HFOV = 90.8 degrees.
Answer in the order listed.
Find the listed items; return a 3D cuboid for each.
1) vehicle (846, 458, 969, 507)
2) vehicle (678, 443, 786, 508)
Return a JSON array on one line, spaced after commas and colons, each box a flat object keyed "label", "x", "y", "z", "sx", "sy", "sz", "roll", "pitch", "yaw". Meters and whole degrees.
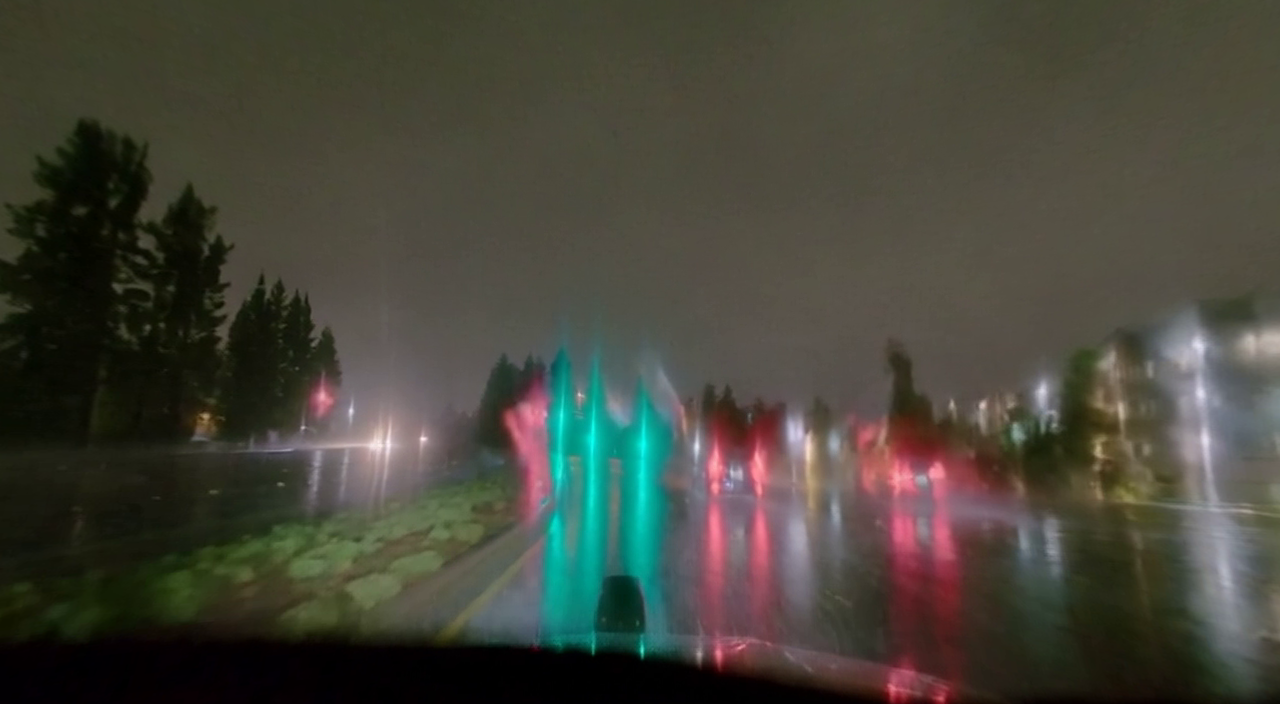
[{"label": "vehicle", "x": 9.178, "y": 4.482, "z": 22.212, "sx": 1.940, "sy": 1.460, "sz": 4.652, "roll": 1, "pitch": -9, "yaw": -5}, {"label": "vehicle", "x": 2.513, "y": 3.549, "z": 18.626, "sx": 2.122, "sy": 1.646, "sz": 4.525, "roll": 1, "pitch": -9, "yaw": -5}]
